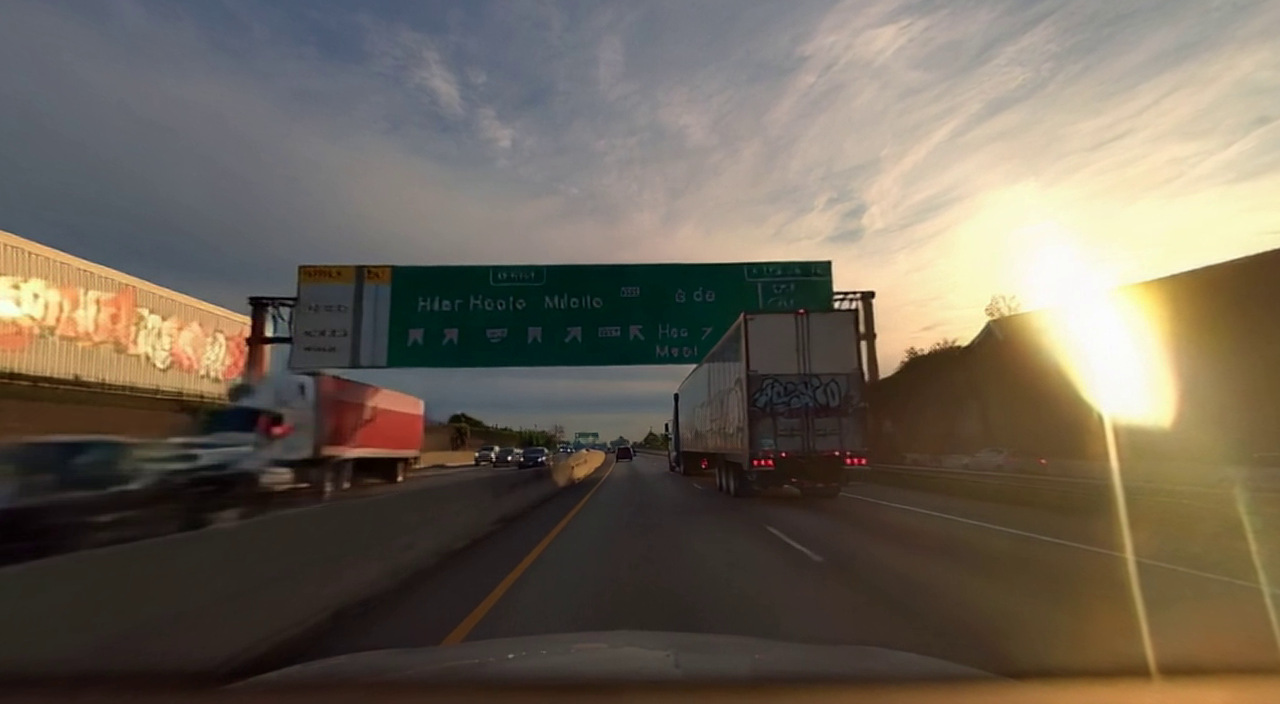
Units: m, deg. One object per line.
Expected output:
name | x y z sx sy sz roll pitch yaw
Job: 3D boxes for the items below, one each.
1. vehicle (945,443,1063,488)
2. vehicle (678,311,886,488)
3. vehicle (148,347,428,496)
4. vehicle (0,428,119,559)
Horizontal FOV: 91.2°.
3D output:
vehicle | 14.594 4.551 25.490 2.107 1.648 4.324 0 -9 -1
vehicle | 3.938 2.494 24.067 3.317 4.314 17.803 0 -9 -2
vehicle | -11.895 2.941 24.044 2.873 4.040 14.050 0 -9 -1
vehicle | -8.403 1.569 6.788 1.977 1.494 4.096 0 -9 0
